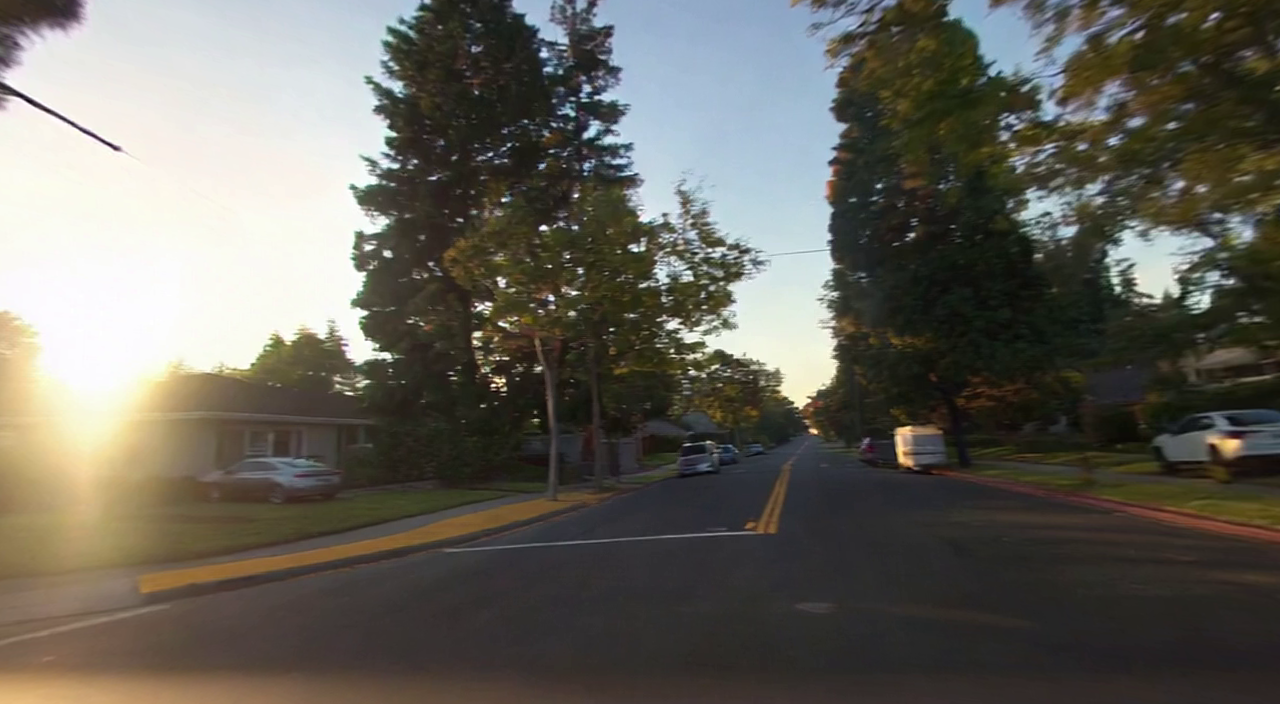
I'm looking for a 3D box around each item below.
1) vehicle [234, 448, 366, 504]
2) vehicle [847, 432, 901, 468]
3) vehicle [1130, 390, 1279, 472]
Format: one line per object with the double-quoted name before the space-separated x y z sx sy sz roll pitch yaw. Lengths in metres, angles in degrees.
"vehicle" -12.045 4.529 22.563 1.919 1.447 3.896 -9 -18 14
"vehicle" 12.278 5.166 33.224 2.085 1.792 4.176 -2 -9 13
"vehicle" 16.032 2.256 17.506 2.445 1.935 5.238 -4 -9 24
